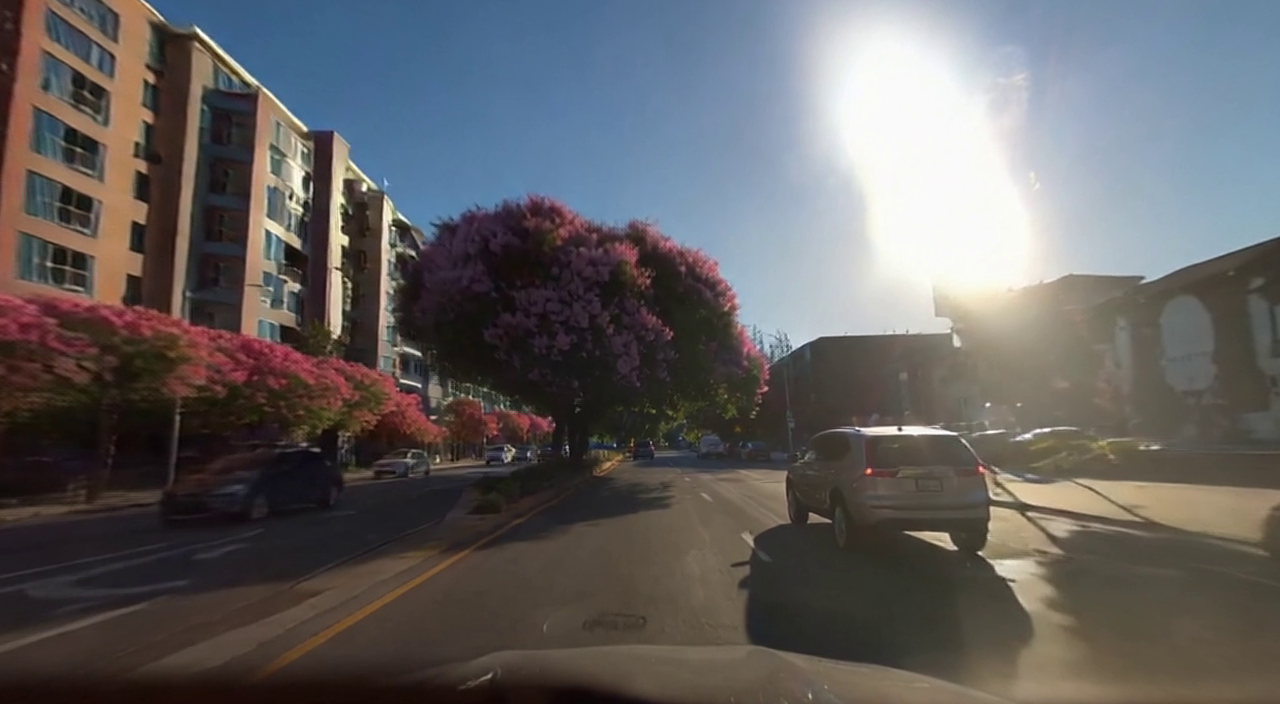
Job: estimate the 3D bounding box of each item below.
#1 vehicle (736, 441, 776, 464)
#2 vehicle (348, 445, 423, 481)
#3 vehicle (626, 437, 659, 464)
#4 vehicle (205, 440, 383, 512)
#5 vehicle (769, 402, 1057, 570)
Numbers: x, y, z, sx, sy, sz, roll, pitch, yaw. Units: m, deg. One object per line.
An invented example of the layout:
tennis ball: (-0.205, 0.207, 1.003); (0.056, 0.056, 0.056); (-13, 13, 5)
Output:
vehicle: (8.371, 7.269, 45.864); (1.919, 1.586, 4.692); (0, -8, -1)
vehicle: (-11.663, 5.095, 29.184); (1.779, 1.495, 3.766); (-1, -8, 2)
vehicle: (0.227, 7.068, 45.367); (2.244, 1.813, 4.129); (0, -8, 1)
vehicle: (-8.140, 2.919, 15.345); (1.931, 1.491, 4.026); (-1, -8, 2)
vehicle: (3.337, 1.740, 8.953); (2.071, 1.747, 4.549); (0, -8, 1)
